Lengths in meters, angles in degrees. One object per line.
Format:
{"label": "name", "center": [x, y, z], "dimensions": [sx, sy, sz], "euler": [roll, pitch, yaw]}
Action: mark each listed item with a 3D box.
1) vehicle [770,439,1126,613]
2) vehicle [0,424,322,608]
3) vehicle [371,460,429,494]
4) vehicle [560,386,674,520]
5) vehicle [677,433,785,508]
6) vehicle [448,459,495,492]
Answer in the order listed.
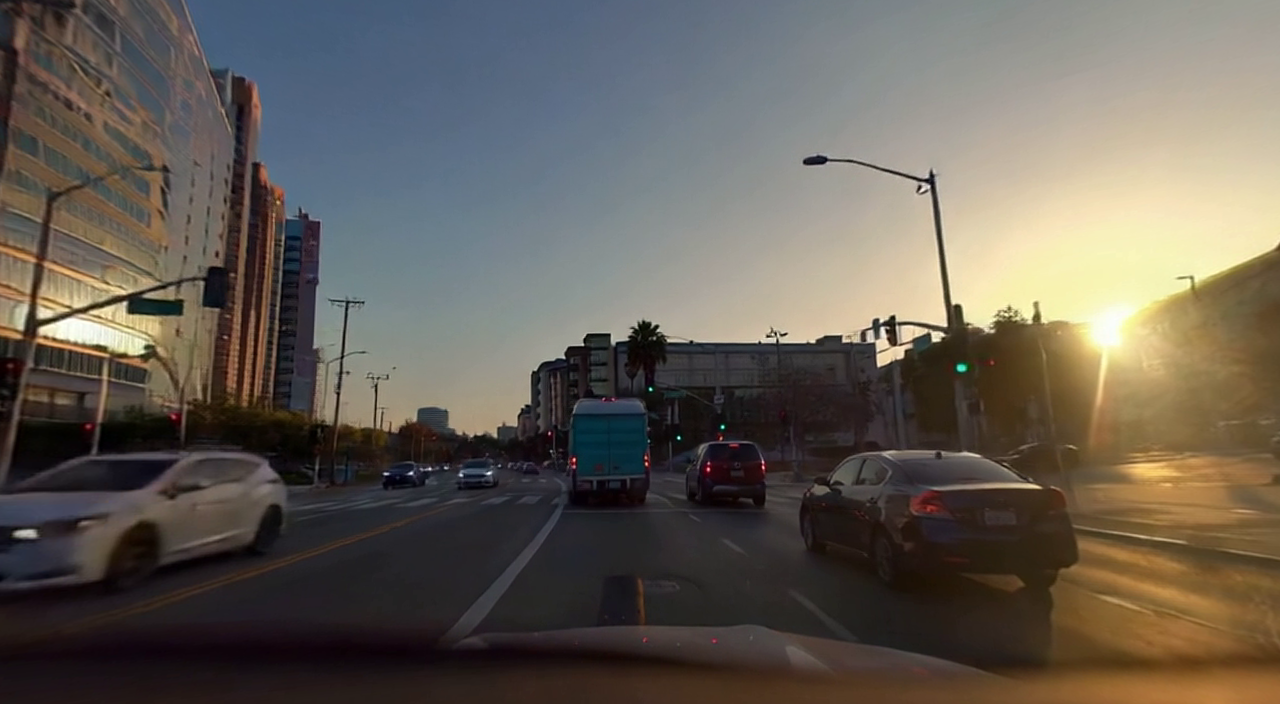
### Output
{"label": "vehicle", "center": [3.229, 1.911, 7.935], "dimensions": [1.978, 1.507, 4.636], "euler": [0, -9, -2]}
{"label": "vehicle", "center": [-6.330, 1.916, 8.245], "dimensions": [2.058, 1.730, 4.466], "euler": [0, -9, -2]}
{"label": "vehicle", "center": [-12.891, 6.695, 33.972], "dimensions": [1.959, 1.636, 4.159], "euler": [1, -9, -8]}
{"label": "vehicle", "center": [-0.824, 2.729, 17.085], "dimensions": [2.517, 2.926, 6.177], "euler": [1, -9, -6]}
{"label": "vehicle", "center": [2.574, 3.584, 19.394], "dimensions": [2.157, 1.944, 5.423], "euler": [1, -9, -4]}
{"label": "vehicle", "center": [-8.614, 6.343, 32.438], "dimensions": [1.878, 1.540, 3.939], "euler": [1, -9, -9]}
